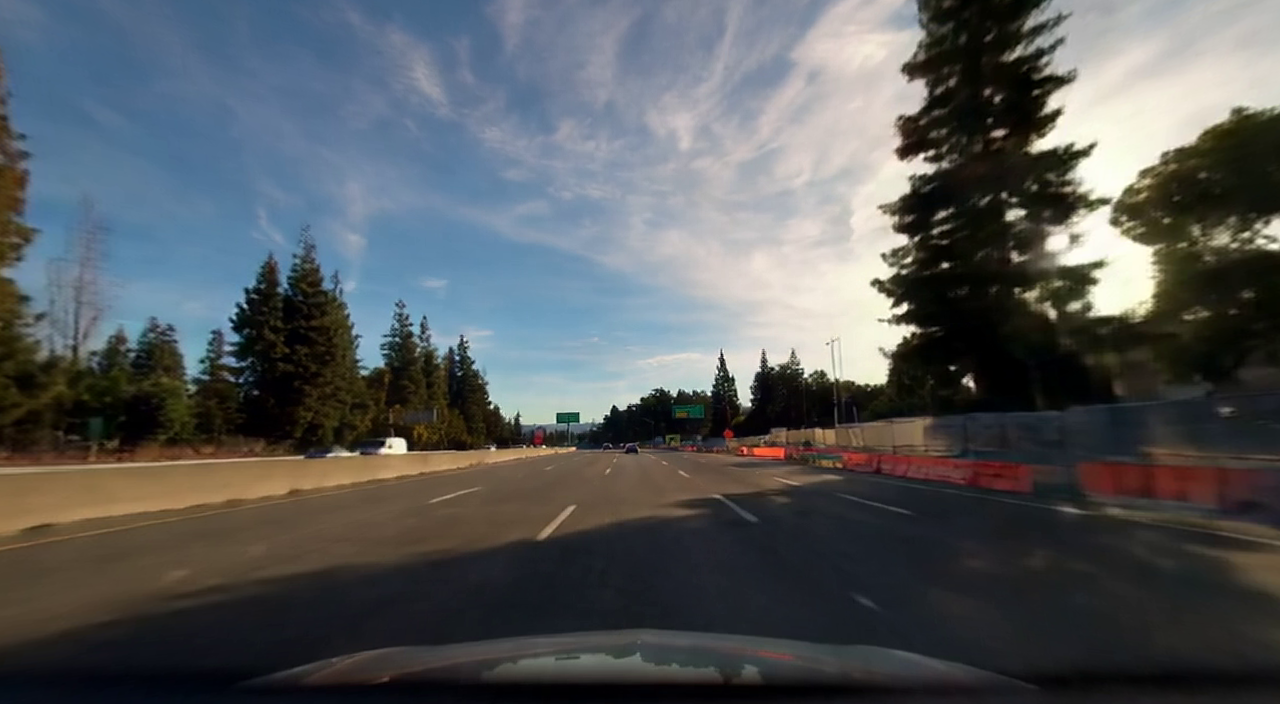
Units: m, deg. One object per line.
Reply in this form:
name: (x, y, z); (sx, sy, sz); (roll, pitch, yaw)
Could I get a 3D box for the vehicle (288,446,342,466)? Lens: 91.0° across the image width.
vehicle: (-25.324, 8.111, 49.245); (1.935, 1.497, 4.619); (1, -9, -2)

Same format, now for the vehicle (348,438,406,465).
vehicle: (-18.819, 7.143, 45.342); (2.129, 1.773, 4.963); (1, -9, -2)
